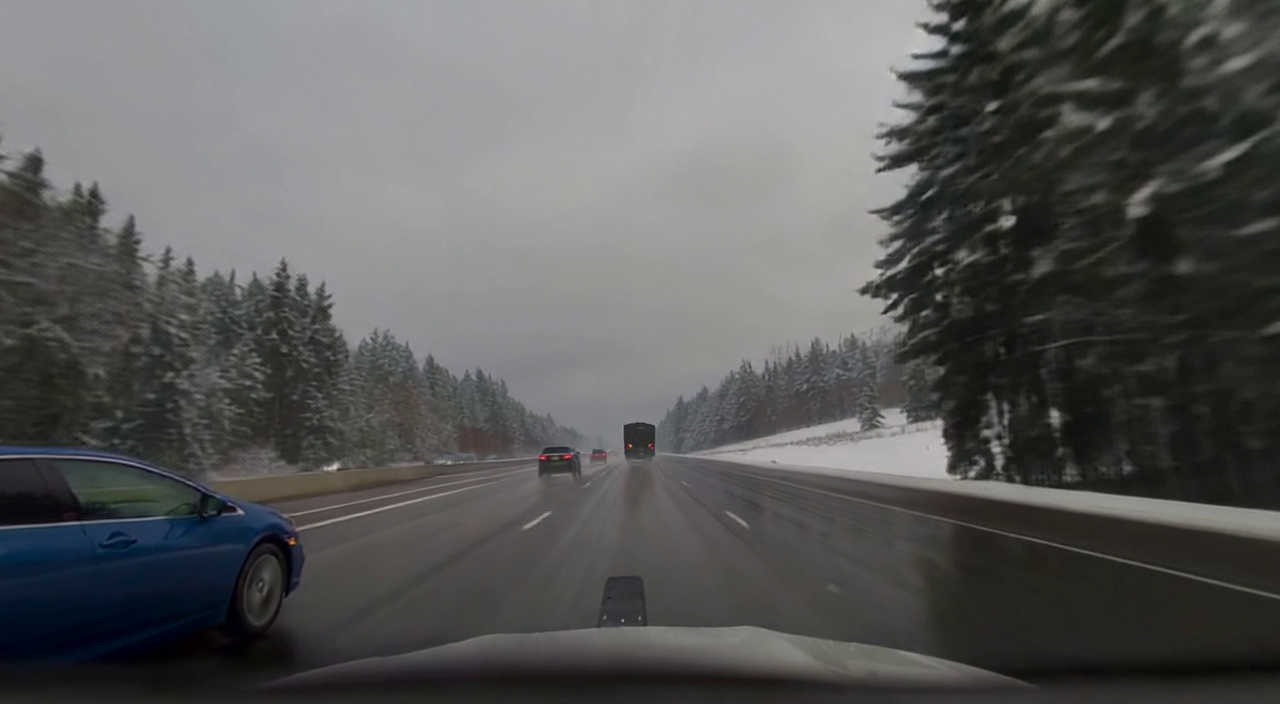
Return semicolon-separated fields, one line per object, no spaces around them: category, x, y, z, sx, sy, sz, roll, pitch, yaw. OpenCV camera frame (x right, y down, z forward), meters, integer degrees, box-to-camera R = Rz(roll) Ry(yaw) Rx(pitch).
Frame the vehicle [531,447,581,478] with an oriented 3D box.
vehicle;-4.265;5.663;32.589;1.916;1.506;4.476;0;-9;1
